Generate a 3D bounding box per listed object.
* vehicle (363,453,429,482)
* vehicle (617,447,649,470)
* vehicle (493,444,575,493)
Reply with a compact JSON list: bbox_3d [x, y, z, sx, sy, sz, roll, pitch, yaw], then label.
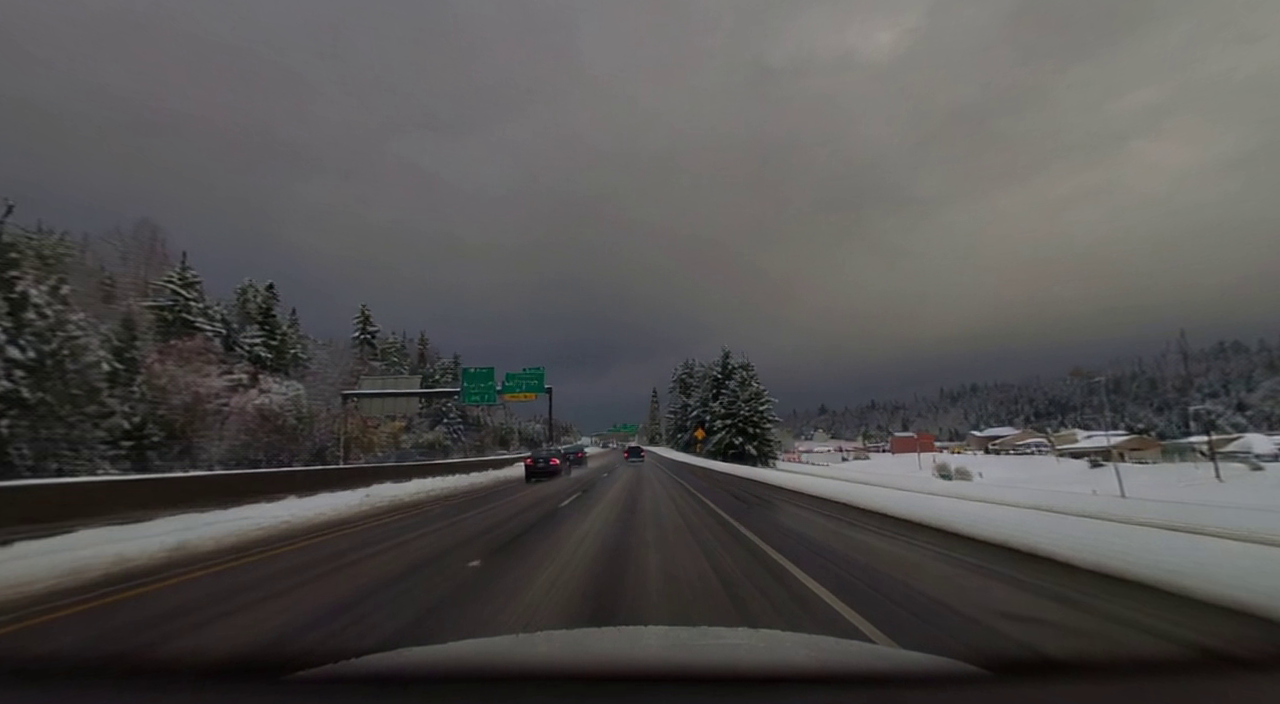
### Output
[{"bbox_3d":[-13.610,6.447,35.459,1.854,1.459,4.565,0,-8,0],"label":"vehicle"},{"bbox_3d":[-0.519,7.387,44.073,2.100,1.471,3.956,0,-8,-1],"label":"vehicle"},{"bbox_3d":[-3.609,4.037,22.321,2.067,1.509,4.551,0,-8,1],"label":"vehicle"}]
